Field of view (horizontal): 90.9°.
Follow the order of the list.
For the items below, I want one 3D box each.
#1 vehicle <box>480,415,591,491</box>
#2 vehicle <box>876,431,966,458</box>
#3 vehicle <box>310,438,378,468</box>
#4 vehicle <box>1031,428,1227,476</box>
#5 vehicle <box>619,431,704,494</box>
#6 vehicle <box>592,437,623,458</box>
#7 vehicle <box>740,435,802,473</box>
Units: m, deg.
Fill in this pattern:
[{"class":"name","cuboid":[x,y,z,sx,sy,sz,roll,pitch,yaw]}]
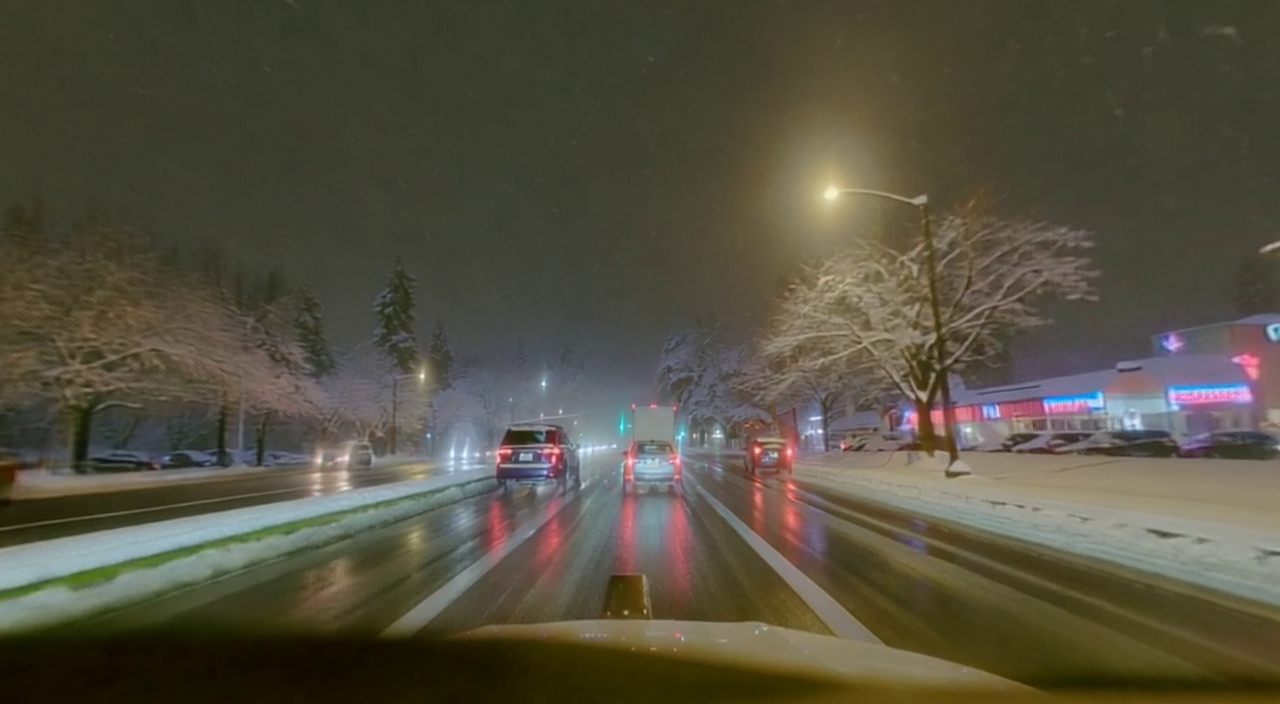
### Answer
[{"class":"vehicle","cuboid":[-2.906,2.980,18.903,2.289,1.935,5.227,0,-8,2]},{"class":"vehicle","cuboid":[16.332,5.382,36.757,4.323,1.496,1.937,0,-8,0]},{"class":"vehicle","cuboid":[-18.782,6.408,40.238,2.141,1.820,4.690,0,-8,-1]},{"class":"vehicle","cuboid":[15.555,3.197,20.250,4.756,1.422,1.831,0,-8,0]},{"class":"vehicle","cuboid":[0.540,2.985,17.358,2.061,1.494,4.079,0,-8,1]},{"class":"vehicle","cuboid":[-2.373,7.057,46.576,1.902,1.522,3.523,-1,-8,3]},{"class":"vehicle","cuboid":[5.653,4.444,27.719,1.900,1.507,4.151,0,-8,1]}]
